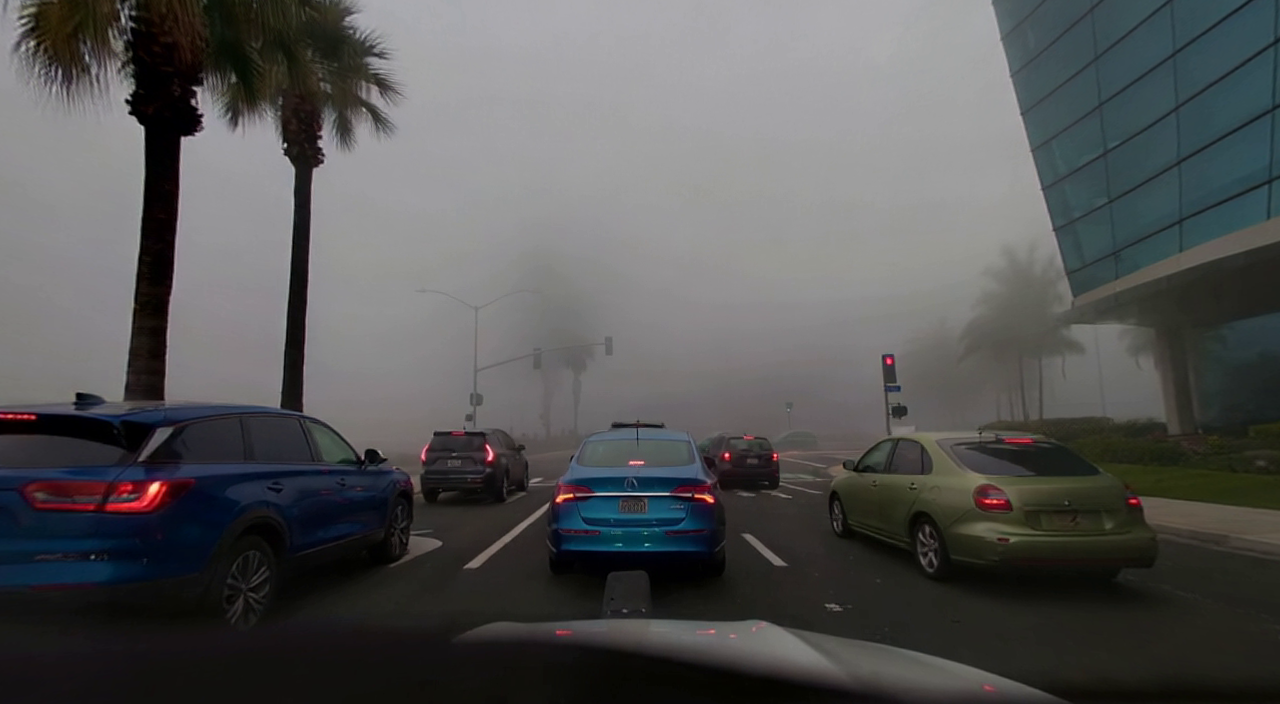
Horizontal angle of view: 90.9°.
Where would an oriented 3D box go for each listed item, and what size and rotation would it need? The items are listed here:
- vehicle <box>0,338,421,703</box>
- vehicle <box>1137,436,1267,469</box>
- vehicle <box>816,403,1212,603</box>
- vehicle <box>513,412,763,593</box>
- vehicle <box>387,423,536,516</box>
[{"bbox_3d":[-3.542,1.135,5.075,2.014,1.775,4.404,0,-8,-1],"label":"vehicle"},{"bbox_3d":[25.446,4.545,28.653,4.014,1.417,1.777,-1,-8,5],"label":"vehicle"},{"bbox_3d":[3.835,1.623,7.685,2.064,1.696,4.431,0,-8,0],"label":"vehicle"},{"bbox_3d":[-0.057,1.658,7.824,2.219,1.586,4.321,0,-8,-1],"label":"vehicle"},{"bbox_3d":[-3.474,2.354,13.074,1.917,1.631,3.768,0,-8,1],"label":"vehicle"}]
